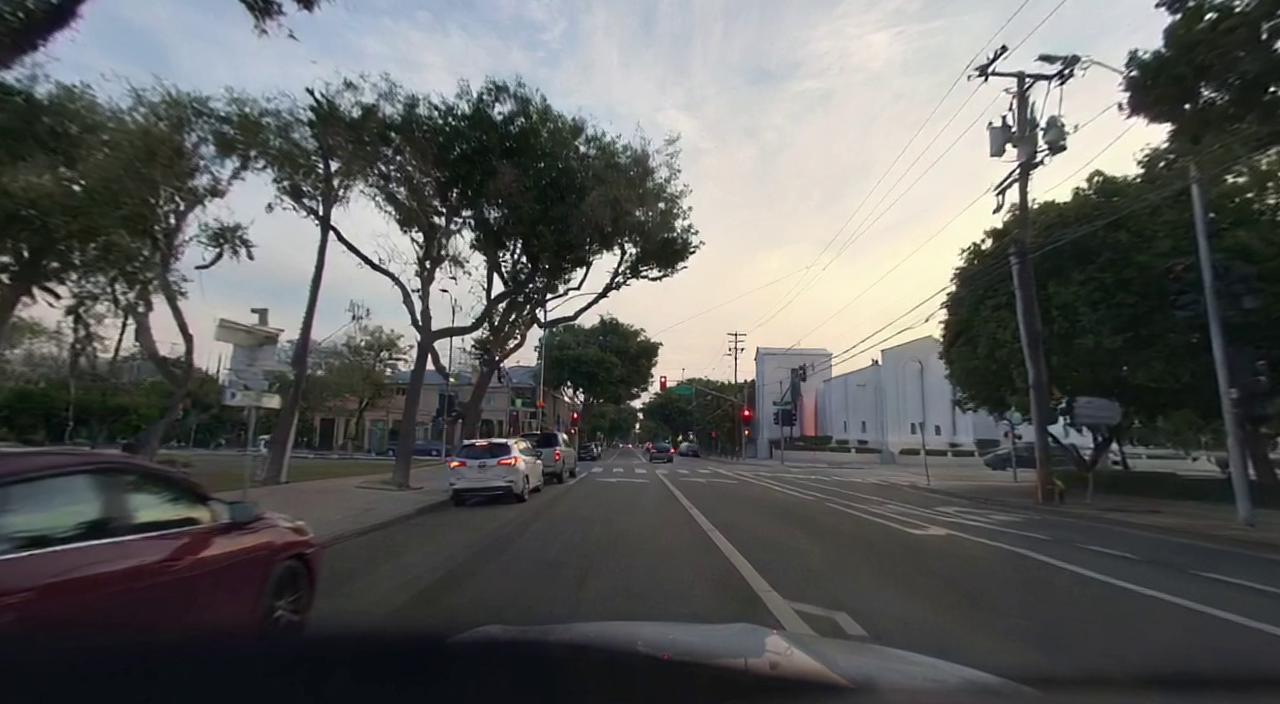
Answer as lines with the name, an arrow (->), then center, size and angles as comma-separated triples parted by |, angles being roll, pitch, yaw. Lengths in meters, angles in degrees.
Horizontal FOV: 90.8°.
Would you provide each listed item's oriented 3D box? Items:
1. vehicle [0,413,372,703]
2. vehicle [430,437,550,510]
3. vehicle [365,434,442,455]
vehicle -> -3.252, 1.011, 2.474 | 2.089, 1.501, 5.294 | 0, -9, 0
vehicle -> -3.511, 2.936, 15.774 | 1.855, 1.534, 4.644 | 0, -9, 0
vehicle -> -16.807, 6.601, 45.066 | 4.718, 1.497, 2.032 | 0, -9, 0
